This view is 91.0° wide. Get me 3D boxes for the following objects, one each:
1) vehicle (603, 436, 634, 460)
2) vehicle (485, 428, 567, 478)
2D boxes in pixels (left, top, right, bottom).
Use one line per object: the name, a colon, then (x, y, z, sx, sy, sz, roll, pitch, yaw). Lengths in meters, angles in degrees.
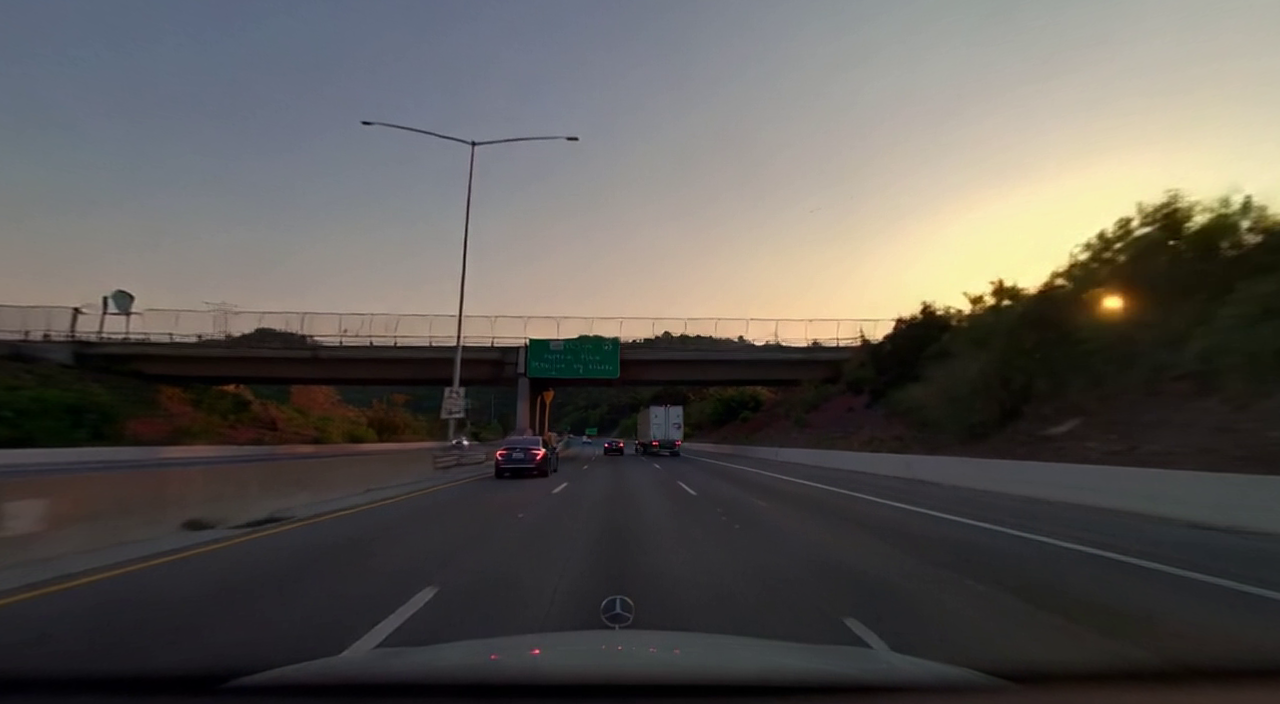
vehicle: (-1.542, 6.749, 44.375, 2.125, 1.542, 3.816, 0, -8, -3)
vehicle: (-4.282, 3.902, 24.566, 2.377, 1.747, 4.703, 0, -8, -1)
